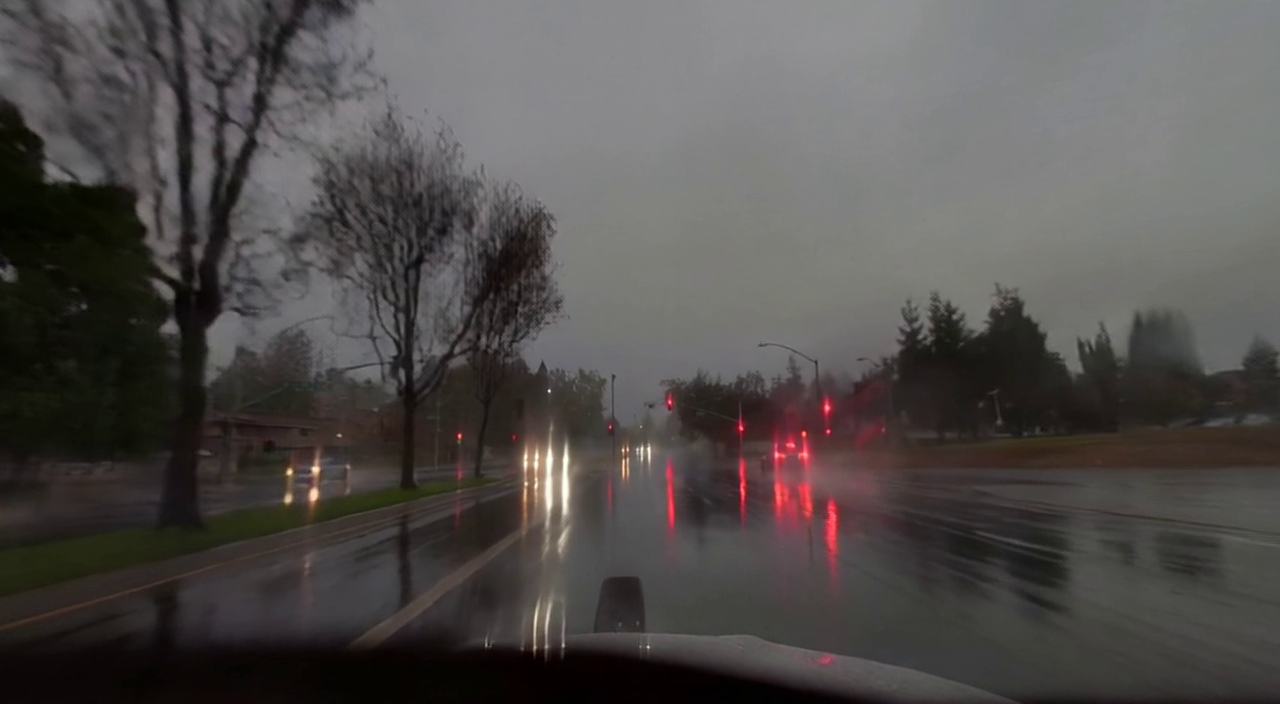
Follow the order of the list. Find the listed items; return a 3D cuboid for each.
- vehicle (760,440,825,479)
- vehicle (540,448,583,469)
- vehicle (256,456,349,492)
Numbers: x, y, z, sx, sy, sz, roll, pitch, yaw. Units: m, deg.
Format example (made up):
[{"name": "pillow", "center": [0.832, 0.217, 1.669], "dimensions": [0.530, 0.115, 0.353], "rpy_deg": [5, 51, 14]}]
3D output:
[{"name": "vehicle", "center": [7.208, 5.134, 30.387], "dimensions": [2.011, 1.710, 4.357], "rpy_deg": [0, -9, 0]}, {"name": "vehicle", "center": [-5.894, 7.892, 46.981], "dimensions": [2.065, 1.477, 4.519], "rpy_deg": [3, -9, -22]}, {"name": "vehicle", "center": [-17.186, 6.178, 32.408], "dimensions": [1.895, 1.644, 4.160], "rpy_deg": [-2, -9, 11]}]
